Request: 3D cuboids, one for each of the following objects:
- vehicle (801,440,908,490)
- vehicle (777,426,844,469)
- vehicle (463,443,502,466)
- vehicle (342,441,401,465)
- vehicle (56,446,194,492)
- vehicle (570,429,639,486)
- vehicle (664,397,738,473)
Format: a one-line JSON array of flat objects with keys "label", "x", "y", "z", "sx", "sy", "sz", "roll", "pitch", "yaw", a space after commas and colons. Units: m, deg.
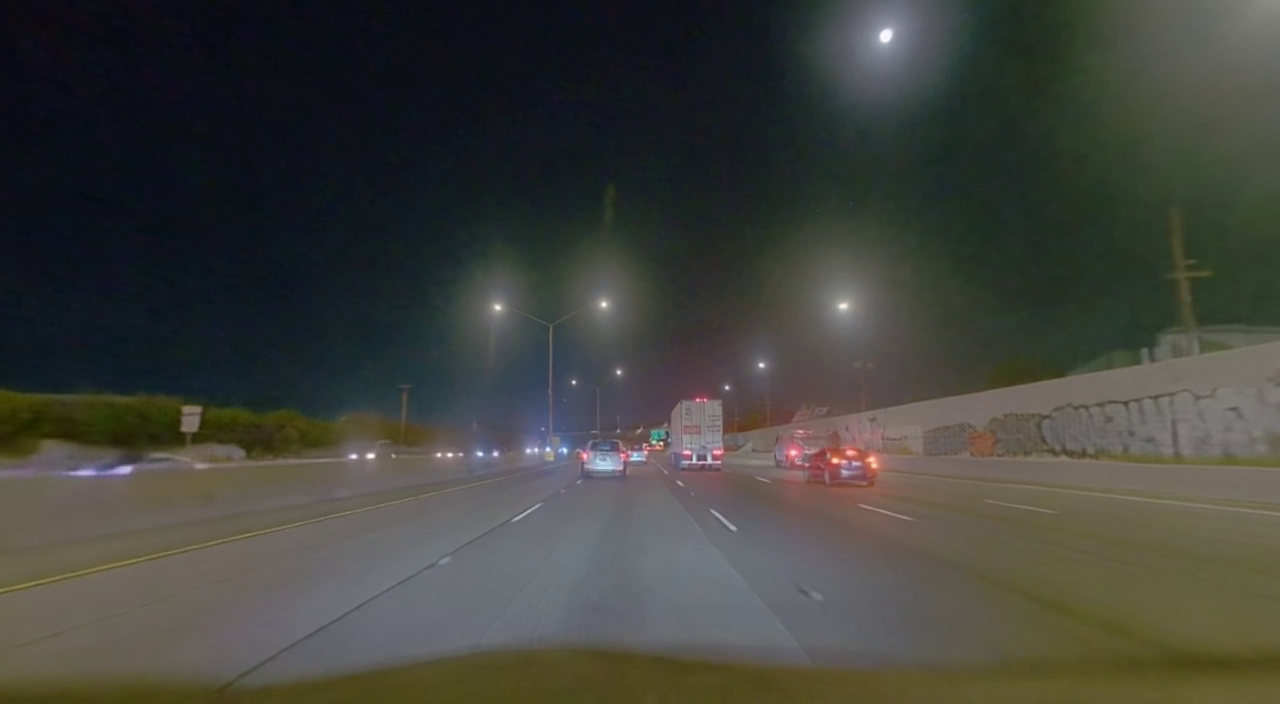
[{"label": "vehicle", "x": 7.049, "y": 3.747, "z": 21.337, "sx": 1.915, "sy": 1.476, "sz": 4.677, "roll": 0, "pitch": -9, "yaw": -1}, {"label": "vehicle", "x": 10.054, "y": 5.731, "z": 37.896, "sx": 2.322, "sy": 2.360, "sz": 6.433, "roll": 0, "pitch": -9, "yaw": 1}, {"label": "vehicle", "x": -10.892, "y": 7.126, "z": 43.880, "sx": 1.674, "sy": 1.481, "sz": 3.535, "roll": 1, "pitch": -9, "yaw": 1}, {"label": "vehicle", "x": -19.387, "y": 7.324, "z": 45.849, "sx": 2.164, "sy": 1.657, "sz": 4.809, "roll": 0, "pitch": -9, "yaw": 0}, {"label": "vehicle", "x": -17.181, "y": 3.893, "z": 21.327, "sx": 1.607, "sy": 1.389, "sz": 3.580, "roll": 0, "pitch": -9, "yaw": 0}, {"label": "vehicle", "x": -1.318, "y": 3.870, "z": 23.354, "sx": 2.249, "sy": 1.843, "sz": 5.176, "roll": 1, "pitch": -9, "yaw": -3}, {"label": "vehicle", "x": 3.233, "y": 4.928, "z": 36.800, "sx": 2.976, "sy": 3.806, "sz": 10.591, "roll": 0, "pitch": -9, "yaw": -1}]
